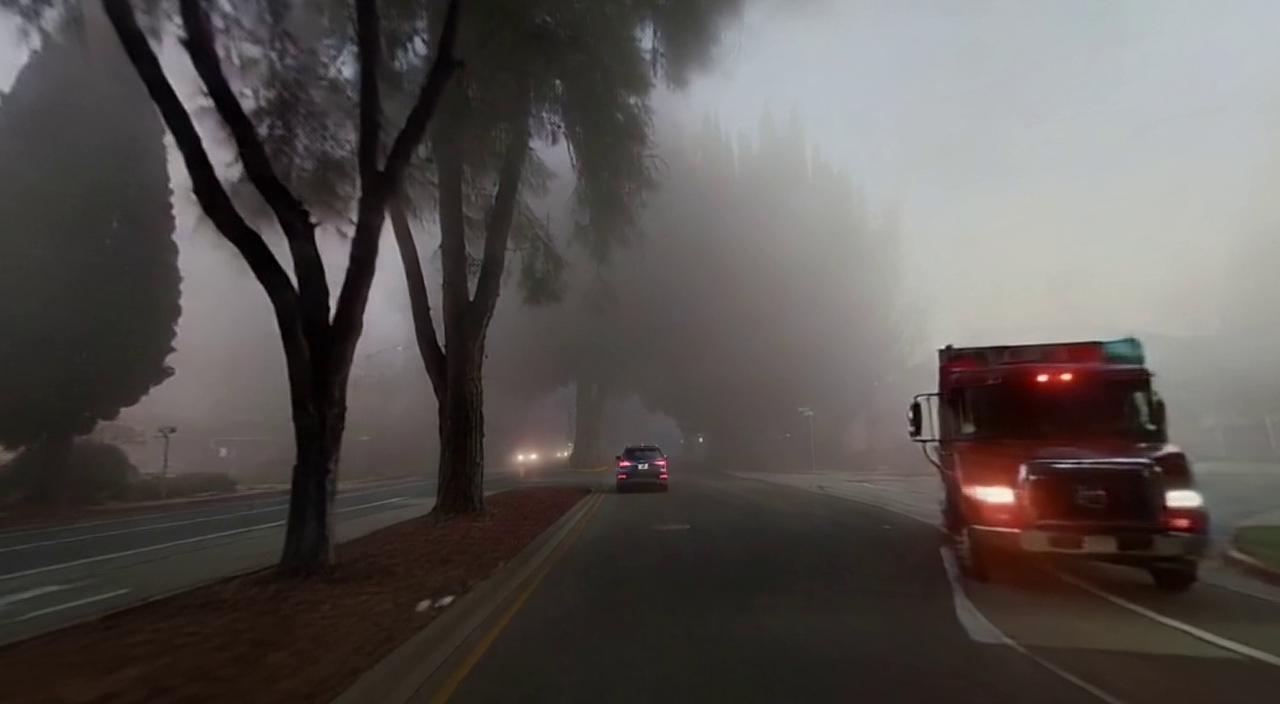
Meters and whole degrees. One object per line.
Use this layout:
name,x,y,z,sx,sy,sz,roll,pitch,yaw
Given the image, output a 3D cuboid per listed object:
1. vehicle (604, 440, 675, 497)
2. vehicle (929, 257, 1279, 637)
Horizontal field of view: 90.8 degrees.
vehicle,0.015,3.745,20.642,2.106,1.655,3.717,0,-8,1
vehicle,5.205,1.181,7.762,2.654,2.824,5.794,-7,-11,24
